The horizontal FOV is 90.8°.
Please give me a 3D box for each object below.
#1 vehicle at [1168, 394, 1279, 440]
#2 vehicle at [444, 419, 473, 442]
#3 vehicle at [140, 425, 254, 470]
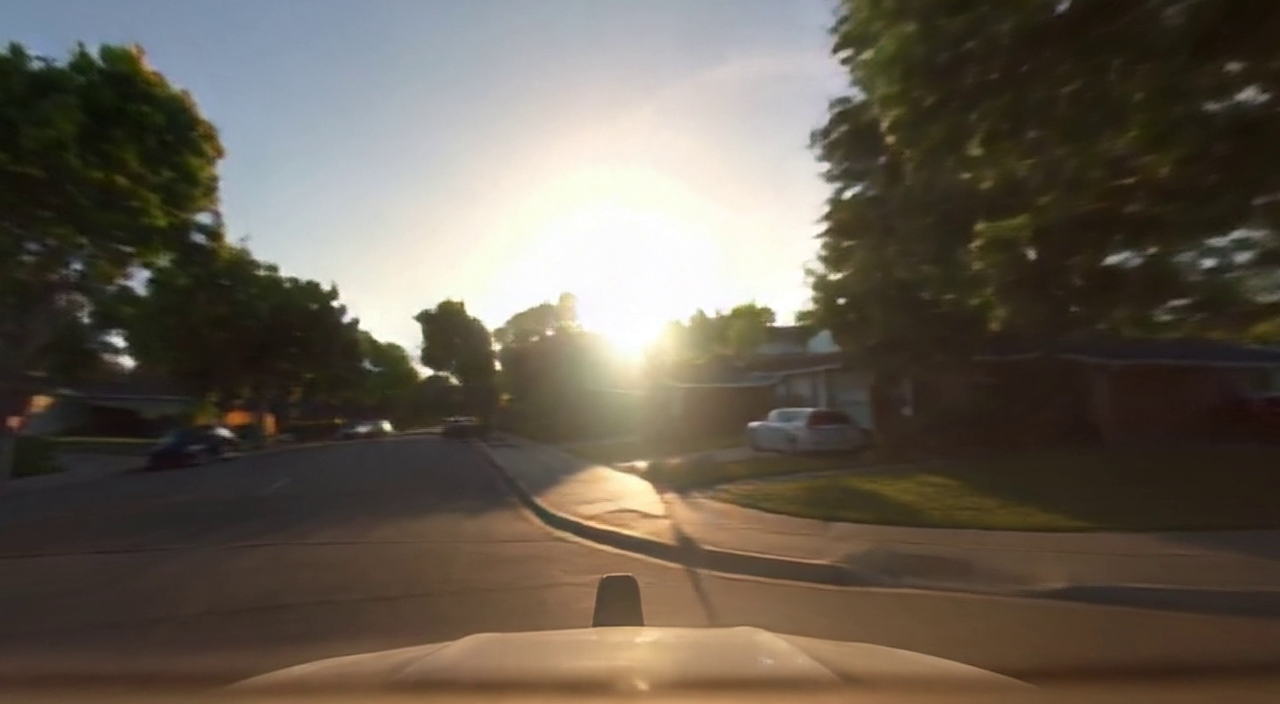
[{"bbox_3d":[21.240,2.271,21.559,1.855,1.470,4.531,2,-8,-16],"label":"vehicle"},{"bbox_3d":[-14.209,6.172,49.462,2.018,1.665,4.226,2,-8,-16],"label":"vehicle"},{"bbox_3d":[-16.307,3.524,23.557,1.954,1.490,4.292,2,-8,-13],"label":"vehicle"}]
